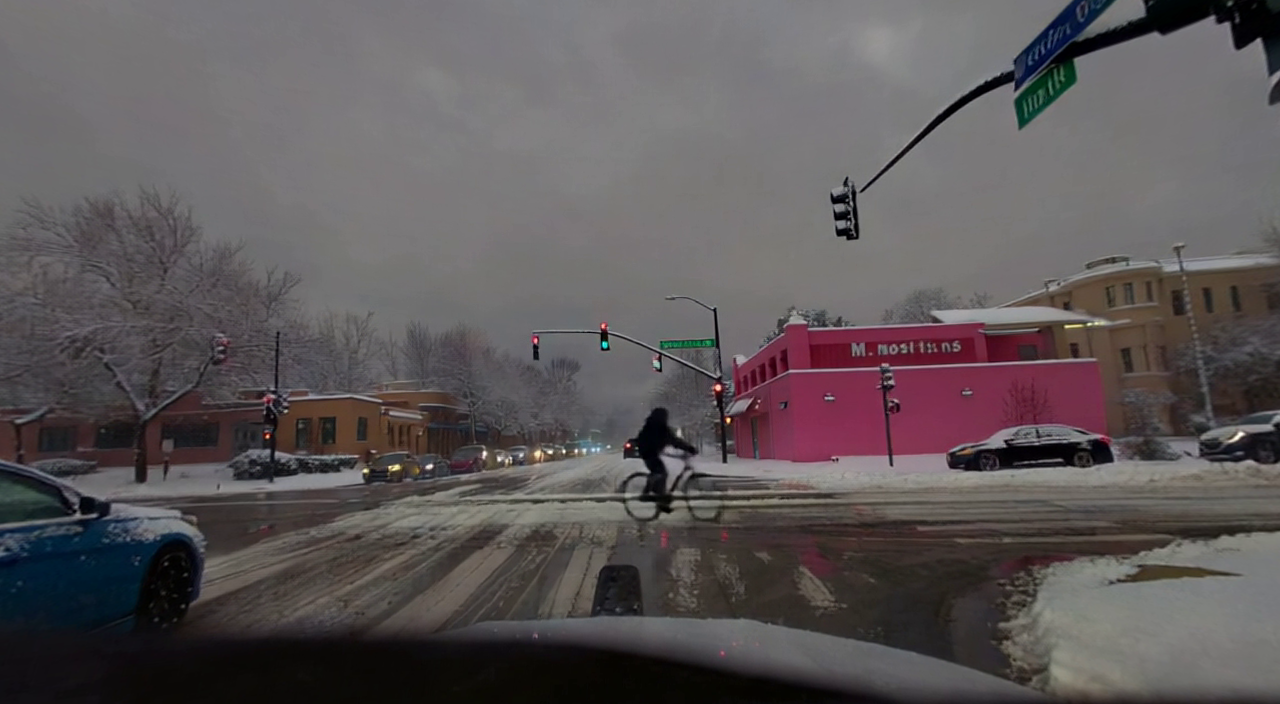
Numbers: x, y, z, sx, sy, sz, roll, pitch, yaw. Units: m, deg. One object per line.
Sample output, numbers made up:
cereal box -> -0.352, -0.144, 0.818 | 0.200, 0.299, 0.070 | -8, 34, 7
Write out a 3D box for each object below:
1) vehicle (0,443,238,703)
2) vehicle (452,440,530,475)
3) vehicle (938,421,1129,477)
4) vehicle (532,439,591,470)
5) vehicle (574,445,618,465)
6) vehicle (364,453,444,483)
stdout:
vehicle -> -3.671, 0.977, 2.153 | 1.759, 1.325, 4.295 | 0, -9, 0
vehicle -> -8.388, 5.978, 36.054 | 2.152, 1.825, 5.406 | -2, -9, 12
vehicle -> 11.574, 2.892, 18.802 | 4.355, 1.546, 1.820 | -1, -9, 6
vehicle -> -4.501, 5.980, 36.868 | 1.928, 1.647, 4.575 | -2, -9, 13
vehicle -> -3.024, 7.188, 44.115 | 1.743, 1.362, 4.350 | -2, -9, 14
vehicle -> -12.569, 6.177, 33.898 | 1.976, 1.425, 4.567 | -1, -9, 9
